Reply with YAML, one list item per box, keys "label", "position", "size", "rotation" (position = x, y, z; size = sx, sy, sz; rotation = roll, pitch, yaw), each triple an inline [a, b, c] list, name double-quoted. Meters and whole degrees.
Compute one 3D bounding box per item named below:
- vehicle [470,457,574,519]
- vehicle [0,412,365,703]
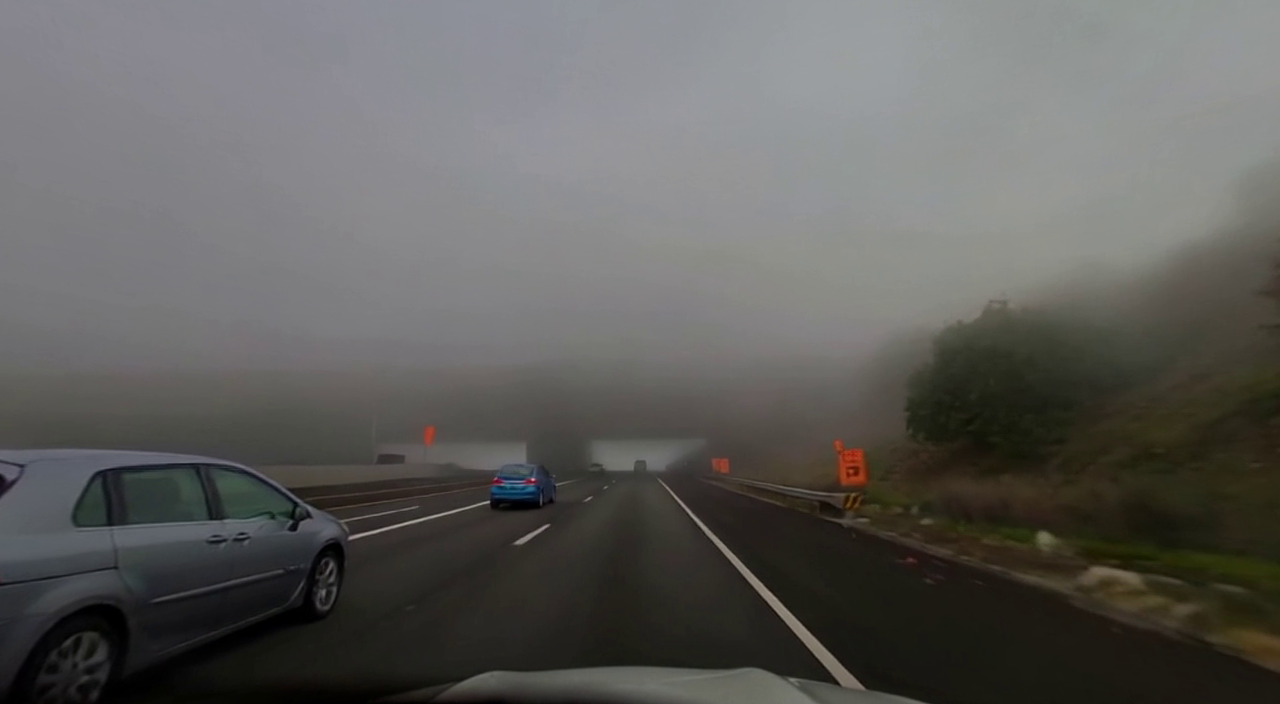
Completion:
- label: "vehicle"
  position: [-3.091, 3.666, 17.288]
  size: [1.992, 1.466, 3.690]
  rotation: [0, -10, 2]
- label: "vehicle"
  position: [-3.562, 1.097, 3.086]
  size: [2.023, 1.507, 5.082]
  rotation: [1, -10, 1]
